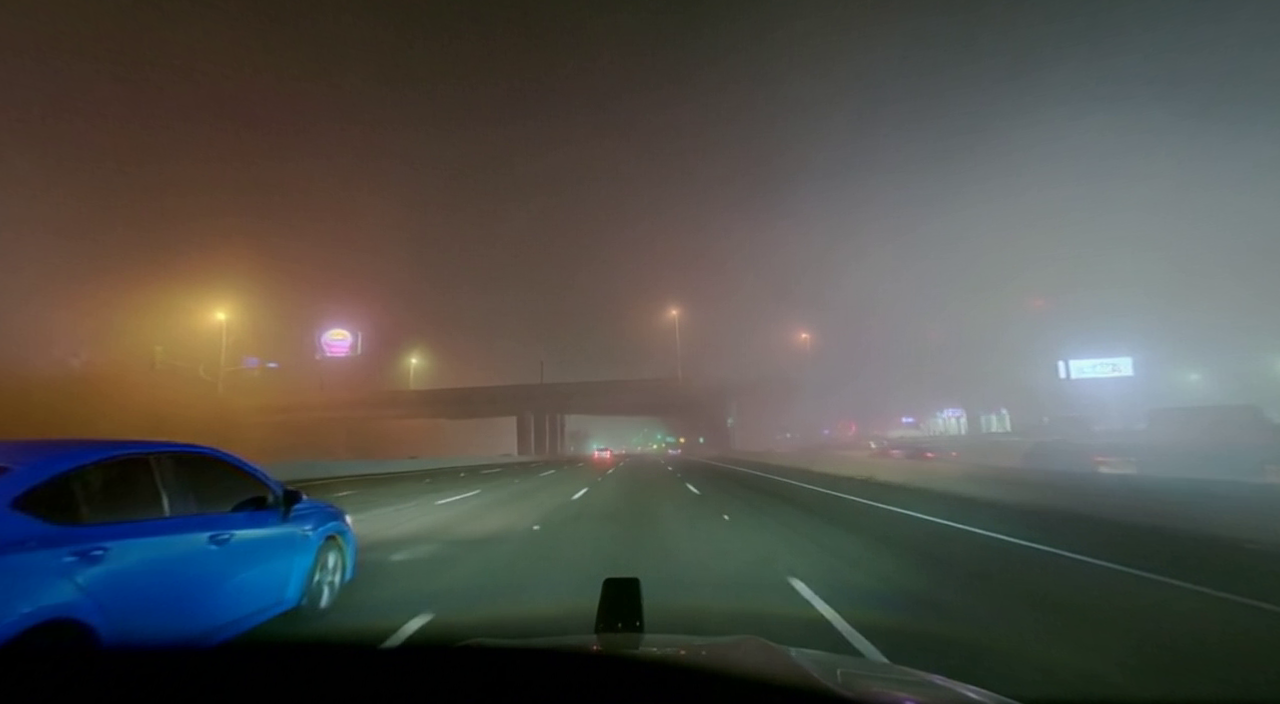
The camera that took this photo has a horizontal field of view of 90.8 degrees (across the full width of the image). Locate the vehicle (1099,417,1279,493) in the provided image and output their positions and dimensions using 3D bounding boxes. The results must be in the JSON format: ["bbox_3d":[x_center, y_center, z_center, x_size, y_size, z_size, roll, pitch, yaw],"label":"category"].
[{"bbox_3d":[17.815,3.218,20.126,2.229,2.050,5.602,0,-8,2],"label":"vehicle"}]

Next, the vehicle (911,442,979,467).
[{"bbox_3d":[18.461,6.217,38.467,1.858,1.432,4.563,0,-8,0],"label":"vehicle"}]

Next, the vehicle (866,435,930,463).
[{"bbox_3d":[18.631,7.030,45.973,2.128,1.915,5.821,0,-8,-1],"label":"vehicle"}]

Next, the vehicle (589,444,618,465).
[{"bbox_3d":[-2.729,7.800,48.208,1.982,1.516,4.327,0,-8,0],"label":"vehicle"}]

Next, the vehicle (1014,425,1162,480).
[{"bbox_3d":[18.023,4.082,25.853,2.108,1.965,5.471,0,-8,1],"label":"vehicle"}]
